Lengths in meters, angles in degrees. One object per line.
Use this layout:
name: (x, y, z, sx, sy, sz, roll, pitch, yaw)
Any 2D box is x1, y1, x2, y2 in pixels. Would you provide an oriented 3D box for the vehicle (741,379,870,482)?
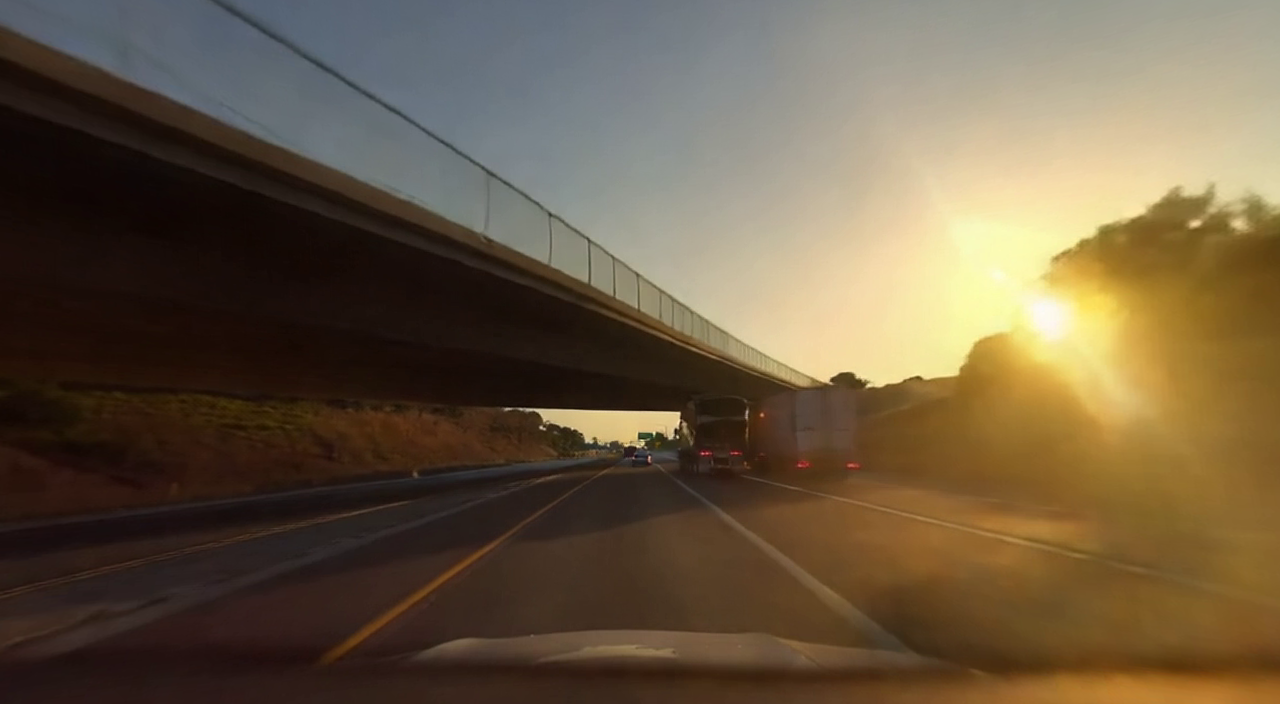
vehicle: (7.916, 4.195, 32.507, 3.268, 4.172, 12.771, -1, -8, 1)

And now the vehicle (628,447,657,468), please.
vehicle: (0.174, 8.025, 47.658, 2.083, 1.473, 3.923, 0, -9, 0)

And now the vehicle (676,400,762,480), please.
vehicle: (3.535, 4.293, 30.264, 2.859, 3.332, 7.735, 0, -9, -2)
